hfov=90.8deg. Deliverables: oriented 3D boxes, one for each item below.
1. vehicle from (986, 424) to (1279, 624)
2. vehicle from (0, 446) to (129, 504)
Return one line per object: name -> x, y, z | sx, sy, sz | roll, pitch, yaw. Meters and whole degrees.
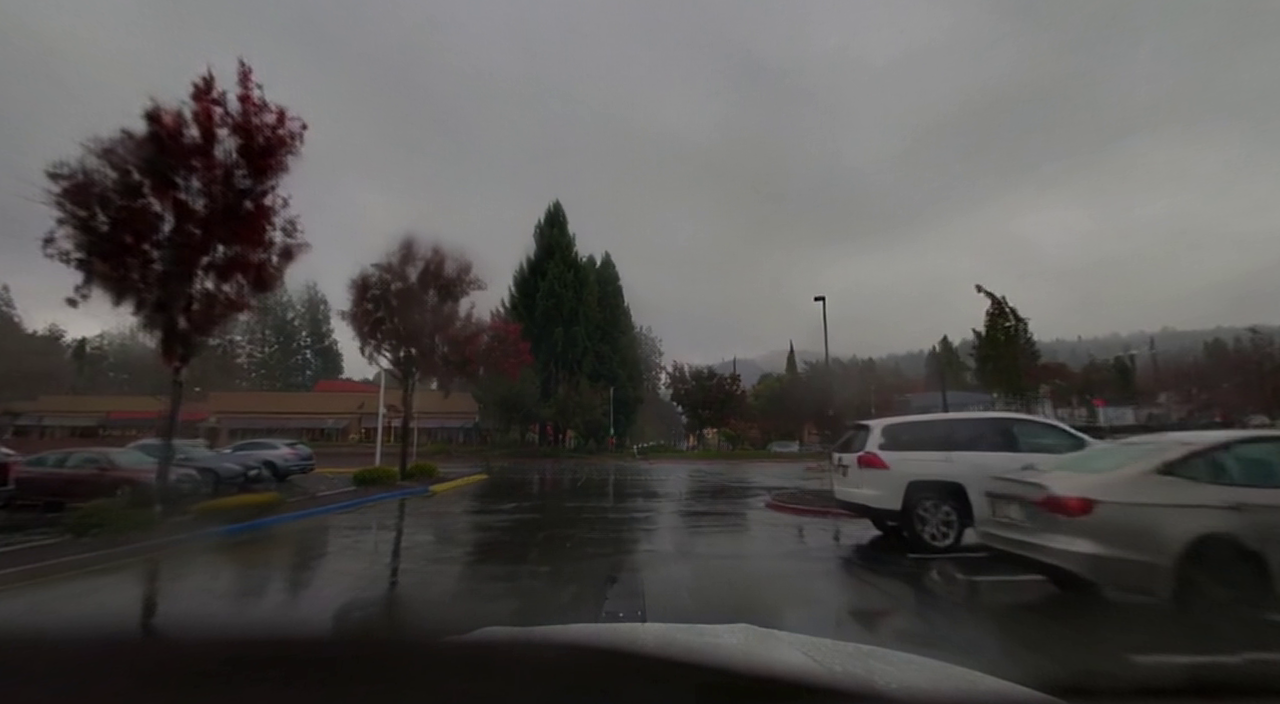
vehicle -> 5.980, 1.452, 5.794 | 4.488, 1.499, 1.833 | 0, -9, 0
vehicle -> -16.110, 3.181, 16.555 | 3.898, 1.430, 1.973 | 5, -10, -31
